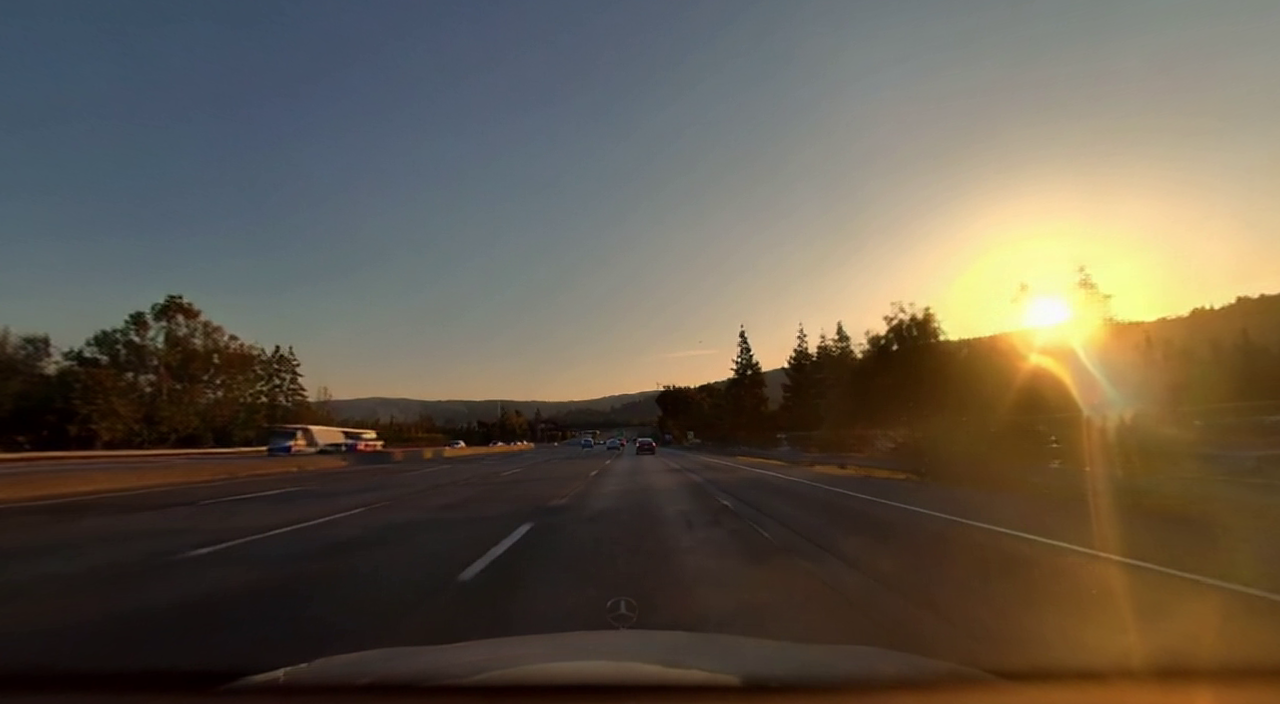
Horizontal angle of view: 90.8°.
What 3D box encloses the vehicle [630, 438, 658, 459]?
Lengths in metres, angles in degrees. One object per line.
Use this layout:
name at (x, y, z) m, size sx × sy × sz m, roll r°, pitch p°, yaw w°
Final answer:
vehicle at (0.284, 7.487, 49.027) m, size 2.021 × 1.528 × 4.154 m, roll 0°, pitch -8°, yaw -1°
